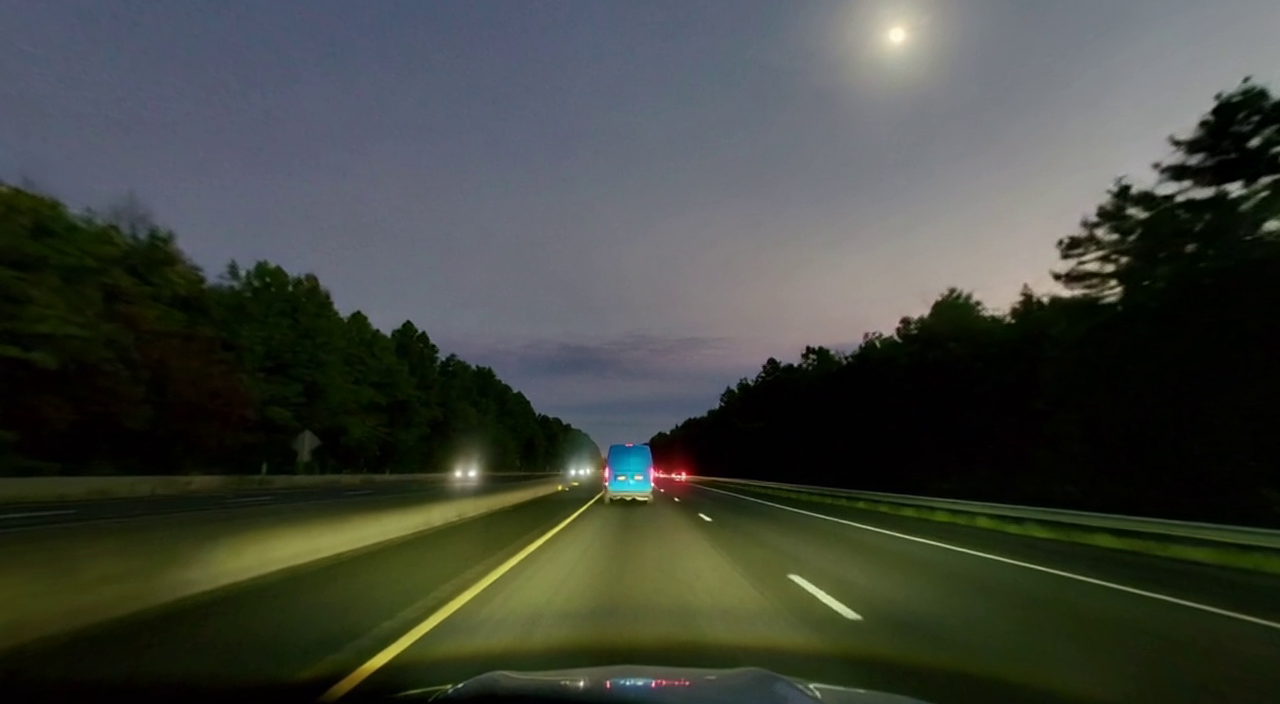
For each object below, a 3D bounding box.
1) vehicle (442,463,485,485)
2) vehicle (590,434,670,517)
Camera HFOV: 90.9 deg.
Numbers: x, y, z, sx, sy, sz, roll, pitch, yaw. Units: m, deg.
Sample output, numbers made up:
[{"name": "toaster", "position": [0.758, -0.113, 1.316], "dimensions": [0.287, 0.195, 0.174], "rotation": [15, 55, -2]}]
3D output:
[{"name": "vehicle", "position": [-13.464, 9.326, 48.254], "dimensions": [1.950, 1.574, 4.596], "rotation": [1, -10, 0]}, {"name": "vehicle", "position": [-0.444, 4.284, 22.143], "dimensions": [2.375, 2.432, 6.161], "rotation": [1, -10, -3]}]
